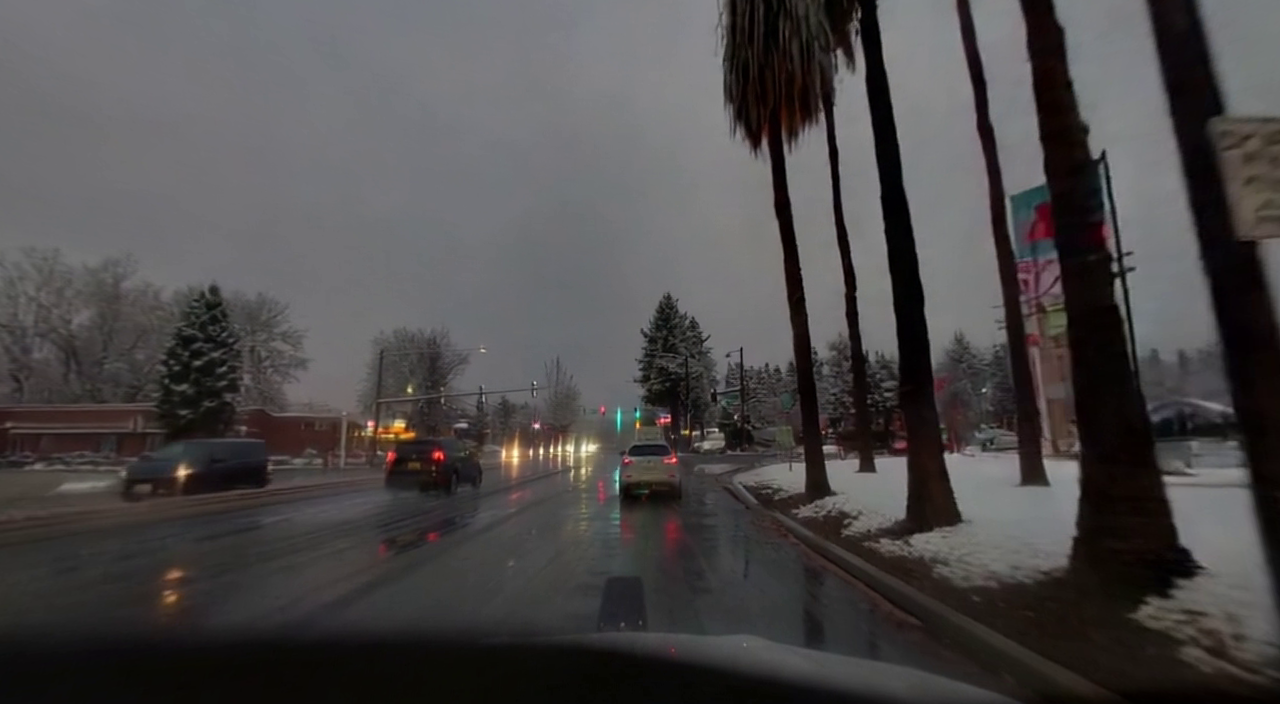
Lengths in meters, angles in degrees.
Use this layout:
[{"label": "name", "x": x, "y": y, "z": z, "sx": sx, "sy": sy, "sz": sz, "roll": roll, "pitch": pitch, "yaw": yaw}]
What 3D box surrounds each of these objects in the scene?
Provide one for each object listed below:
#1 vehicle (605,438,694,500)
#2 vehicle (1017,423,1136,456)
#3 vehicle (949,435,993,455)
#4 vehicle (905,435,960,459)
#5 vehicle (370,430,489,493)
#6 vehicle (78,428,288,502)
[{"label": "vehicle", "x": 0.290, "y": 3.152, "z": 17.396, "sx": 2.145, "sy": 1.483, "sz": 4.453, "roll": 0, "pitch": -9, "yaw": 1}, {"label": "vehicle", "x": 26.317, "y": 5.307, "z": 37.952, "sx": 5.769, "sy": 1.925, "sz": 2.364, "roll": 2, "pitch": -9, "yaw": -10}, {"label": "vehicle", "x": 25.795, "y": 7.216, "z": 48.831, "sx": 1.781, "sy": 1.477, "sz": 4.202, "roll": -8, "pitch": -12, "yaw": 44}, {"label": "vehicle", "x": 20.168, "y": 6.545, "z": 43.192, "sx": 4.471, "sy": 1.501, "sz": 1.952, "roll": 9, "pitch": -12, "yaw": -44}, {"label": "vehicle", "x": -6.306, "y": 3.339, "z": 19.434, "sx": 2.057, "sy": 1.705, "sz": 4.394, "roll": 0, "pitch": -9, "yaw": 1}, {"label": "vehicle", "x": -12.971, "y": 3.243, "z": 18.456, "sx": 2.128, "sy": 1.818, "sz": 5.441, "roll": 0, "pitch": -9, "yaw": -1}]
